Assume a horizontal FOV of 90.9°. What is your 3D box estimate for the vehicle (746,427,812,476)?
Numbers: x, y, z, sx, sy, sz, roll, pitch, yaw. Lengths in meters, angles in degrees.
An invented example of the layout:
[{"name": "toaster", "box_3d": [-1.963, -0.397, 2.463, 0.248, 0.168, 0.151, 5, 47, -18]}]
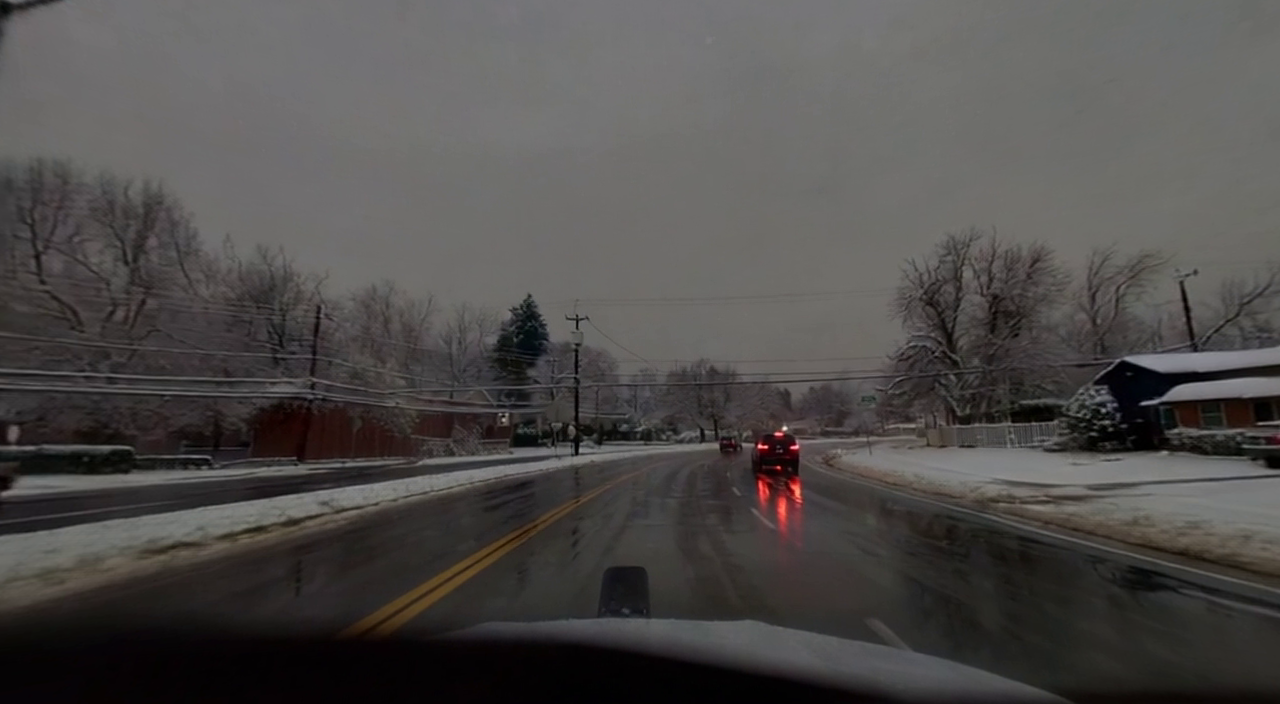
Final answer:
[{"name": "vehicle", "box_3d": [5.730, 4.147, 26.526, 2.141, 1.833, 4.704, -1, -8, 6]}]
